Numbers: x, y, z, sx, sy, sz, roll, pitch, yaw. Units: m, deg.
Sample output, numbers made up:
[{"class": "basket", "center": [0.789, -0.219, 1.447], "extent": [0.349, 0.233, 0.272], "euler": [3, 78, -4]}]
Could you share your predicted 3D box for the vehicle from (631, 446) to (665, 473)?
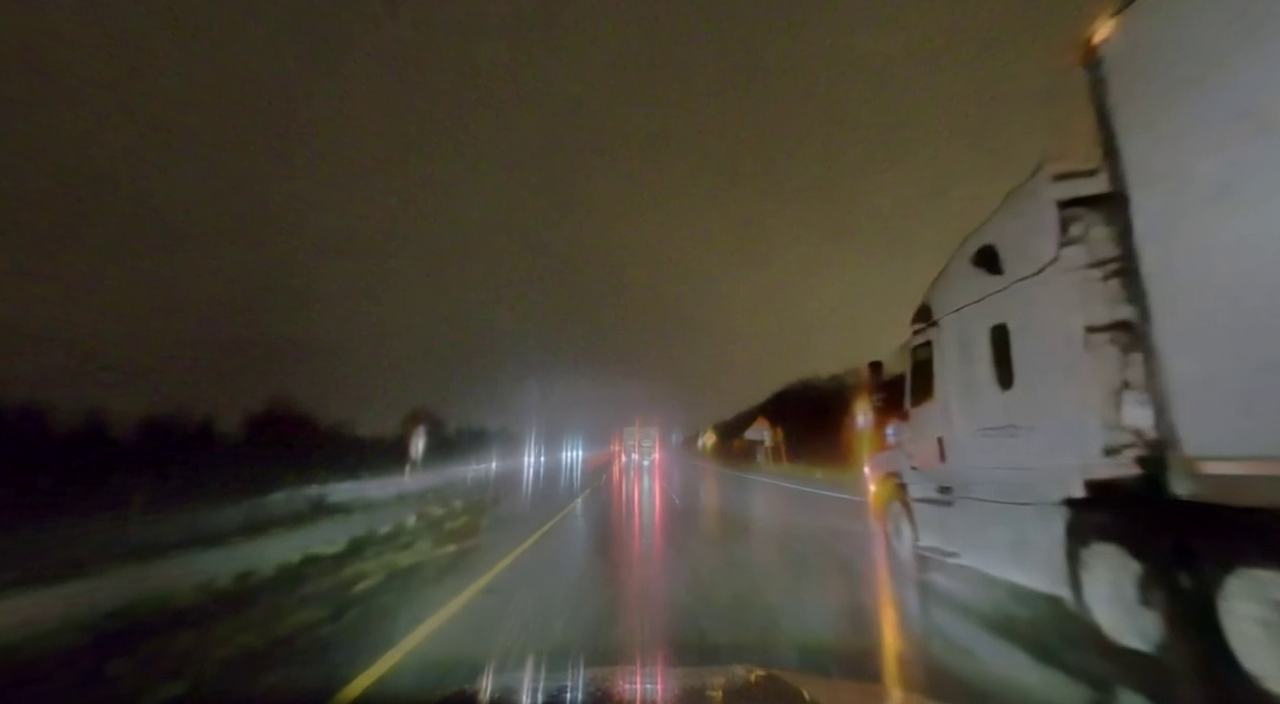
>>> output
[{"class": "vehicle", "center": [0.492, 7.172, 42.113], "extent": [2.160, 1.691, 4.243], "euler": [0, -9, -1]}]

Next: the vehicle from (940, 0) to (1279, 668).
[{"class": "vehicle", "center": [4.827, -0.391, 3.117], "extent": [3.205, 3.890, 6.518], "euler": [0, -9, -1]}]
